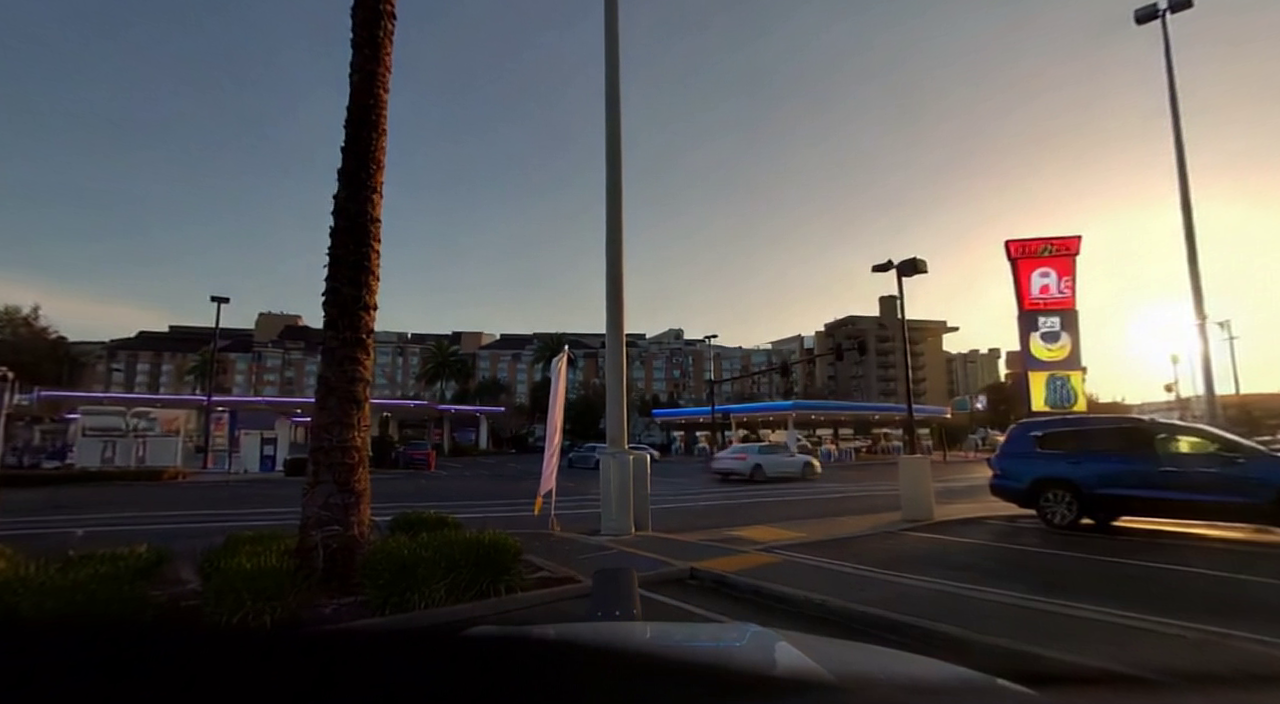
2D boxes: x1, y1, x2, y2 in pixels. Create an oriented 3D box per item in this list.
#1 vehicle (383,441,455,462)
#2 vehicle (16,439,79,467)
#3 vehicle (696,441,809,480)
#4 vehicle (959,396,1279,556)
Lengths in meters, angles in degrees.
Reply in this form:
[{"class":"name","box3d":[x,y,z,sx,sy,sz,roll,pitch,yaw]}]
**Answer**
[{"class":"vehicle","box3d":[-16.768,7.539,48.060,4.764,1.523,1.849,6,-10,-34]},{"class":"vehicle","box3d":[-33.610,5.740,35.948,1.901,1.463,3.948,6,-10,-34]},{"class":"vehicle","box3d":[4.845,4.561,26.891,4.758,1.497,1.856,5,-10,-34]},{"class":"vehicle","box3d":[7.541,1.695,9.103,2.028,1.850,4.731,6,-10,-35]}]
